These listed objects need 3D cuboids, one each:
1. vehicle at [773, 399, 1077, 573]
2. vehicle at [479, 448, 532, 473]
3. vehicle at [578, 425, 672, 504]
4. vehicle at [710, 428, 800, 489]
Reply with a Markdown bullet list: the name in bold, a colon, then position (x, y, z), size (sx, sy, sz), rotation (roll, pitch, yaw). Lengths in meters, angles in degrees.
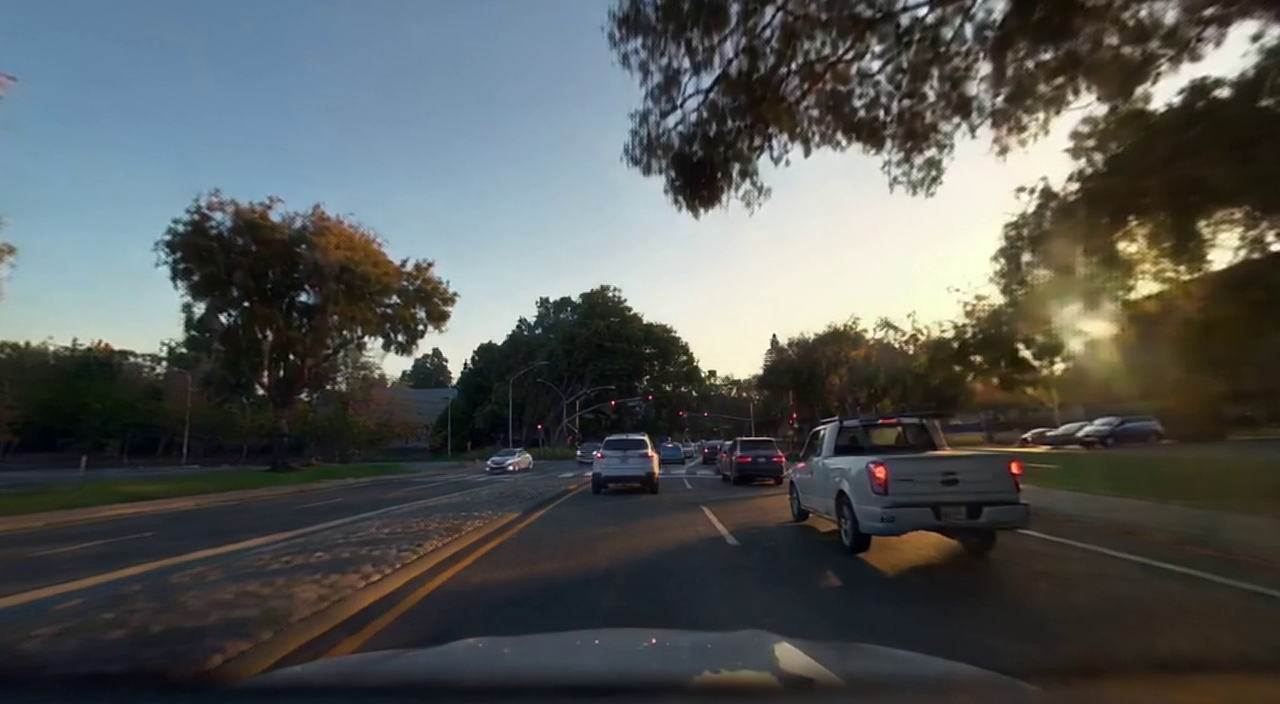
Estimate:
- **vehicle**: position (3.404, 1.709, 8.830), size (2.114, 1.765, 4.647), rotation (0, -8, 1)
- **vehicle**: position (-8.540, 6.890, 40.434), size (1.953, 1.476, 4.747), rotation (-1, -9, 6)
- **vehicle**: position (-0.245, 2.846, 16.352), size (2.113, 1.768, 3.901), rotation (0, -8, 3)
- **vehicle**: position (3.899, 3.748, 22.610), size (2.317, 1.857, 5.940), rotation (0, -8, 2)
